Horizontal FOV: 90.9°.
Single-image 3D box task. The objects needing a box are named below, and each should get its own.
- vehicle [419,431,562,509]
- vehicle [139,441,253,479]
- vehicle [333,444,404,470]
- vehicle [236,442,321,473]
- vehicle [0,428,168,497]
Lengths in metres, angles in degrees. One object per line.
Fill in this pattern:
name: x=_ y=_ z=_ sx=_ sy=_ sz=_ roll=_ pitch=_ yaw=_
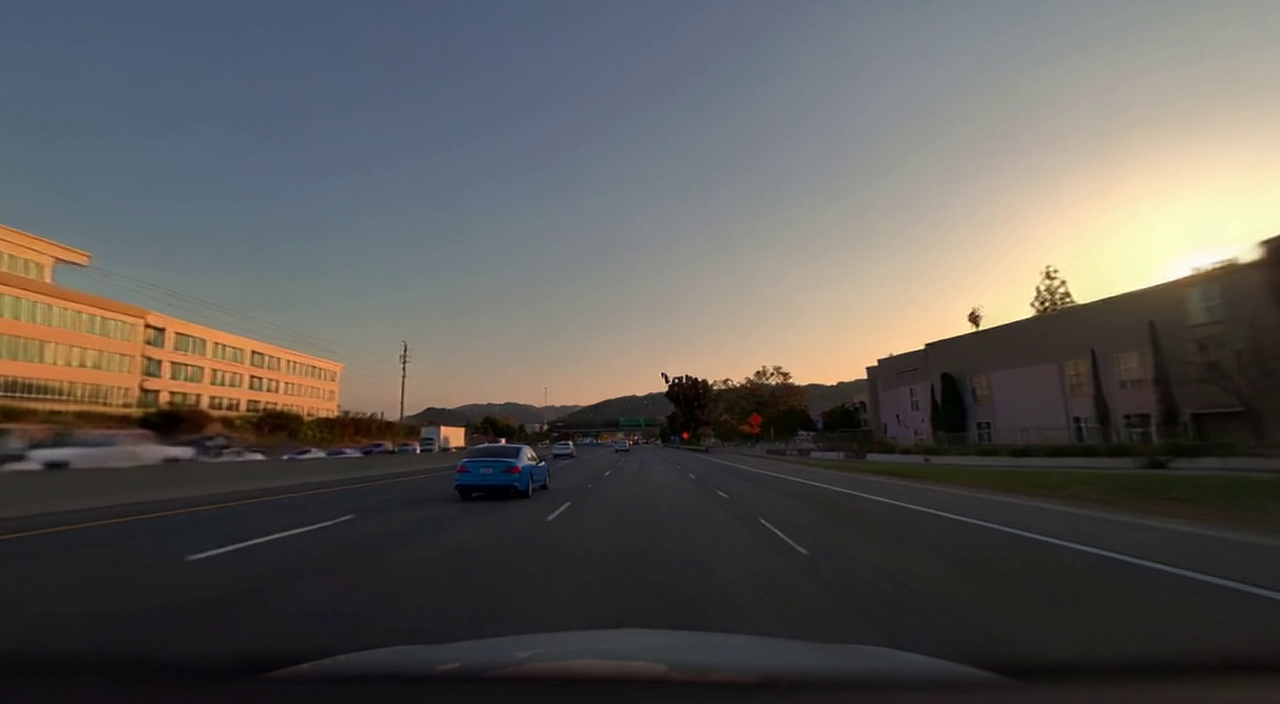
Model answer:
vehicle: x=-3.373 y=2.778 z=15.409 sx=2.144 sy=1.565 sz=4.951 roll=0 pitch=-8 yaw=2
vehicle: x=-24.373 y=5.921 z=34.961 sx=2.127 sy=1.870 sz=5.629 roll=0 pitch=-8 yaw=2
vehicle: x=-16.500 y=6.377 z=38.605 sx=1.980 sy=1.500 sz=4.894 roll=-1 pitch=-8 yaw=2
vehicle: x=-20.319 y=5.938 z=35.684 sx=1.985 sy=1.621 sz=4.515 roll=0 pitch=-8 yaw=2
vehicle: x=-16.837 y=3.142 z=18.342 sx=2.020 sy=1.706 sz=5.332 roll=0 pitch=-8 yaw=1
